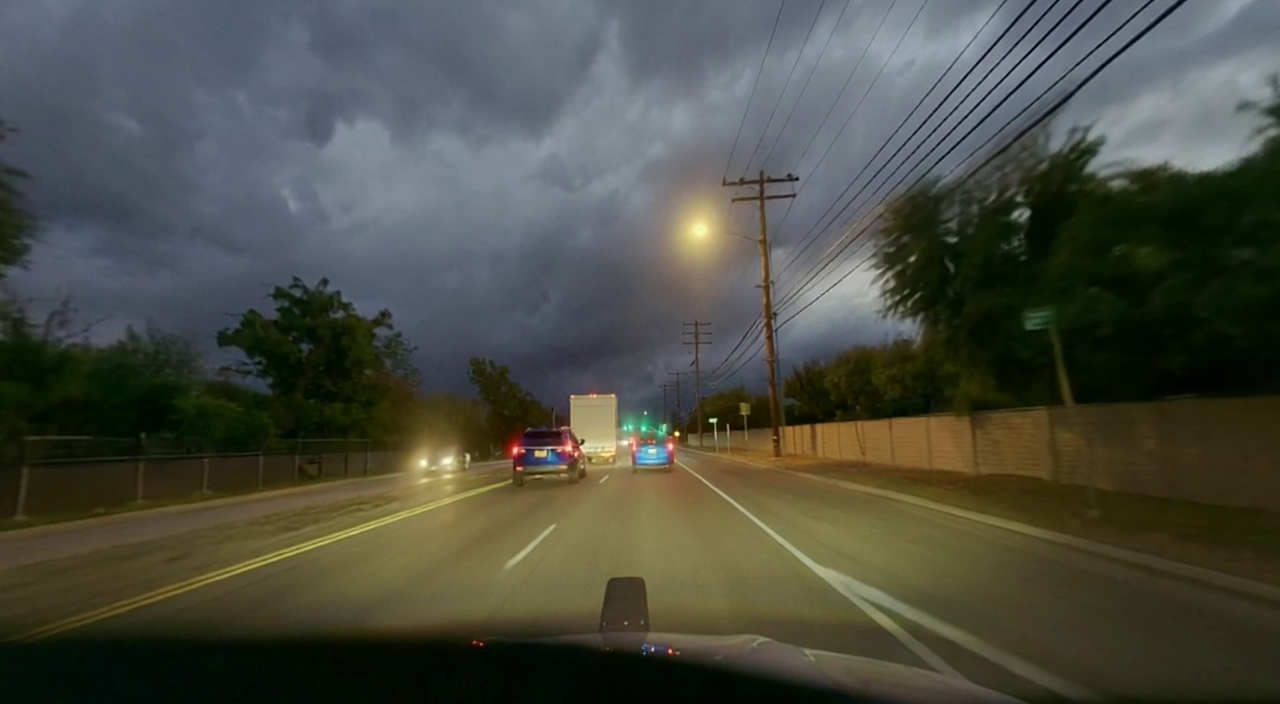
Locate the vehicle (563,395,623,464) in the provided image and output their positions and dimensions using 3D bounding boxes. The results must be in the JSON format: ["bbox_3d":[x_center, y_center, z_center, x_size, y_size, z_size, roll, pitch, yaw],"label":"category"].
[{"bbox_3d":[-2.640,4.913,39.134,2.928,3.658,10.953,0,-8,0],"label":"vehicle"}]

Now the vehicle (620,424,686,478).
[{"bbox_3d":[0.426,3.535,22.662,2.174,1.749,4.113,0,-8,0],"label":"vehicle"}]

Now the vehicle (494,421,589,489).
[{"bbox_3d":[-2.868,3.145,19.502,2.093,1.832,4.508,0,-8,2],"label":"vehicle"}]

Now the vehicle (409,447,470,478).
[{"bbox_3d":[-11.562,6.378,36.664,2.052,1.401,4.191,-6,-8,0],"label":"vehicle"}]
